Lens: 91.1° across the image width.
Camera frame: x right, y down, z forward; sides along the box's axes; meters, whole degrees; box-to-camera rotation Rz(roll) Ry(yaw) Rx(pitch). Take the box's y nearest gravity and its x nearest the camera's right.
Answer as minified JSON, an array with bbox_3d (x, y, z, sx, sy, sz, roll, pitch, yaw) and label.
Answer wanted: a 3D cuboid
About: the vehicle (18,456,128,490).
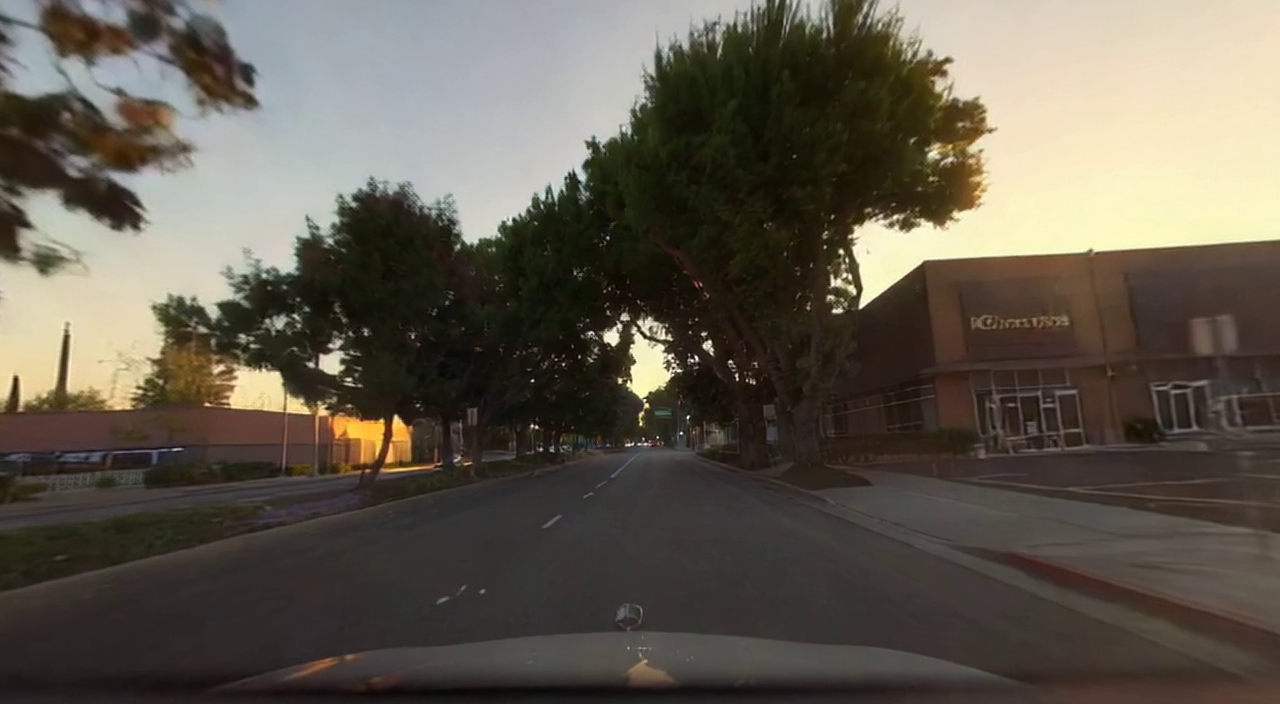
[{"bbox_3d":[-27.236,5.809,30.239,3.592,1.501,1.697,0,-9,1],"label":"vehicle"}]
